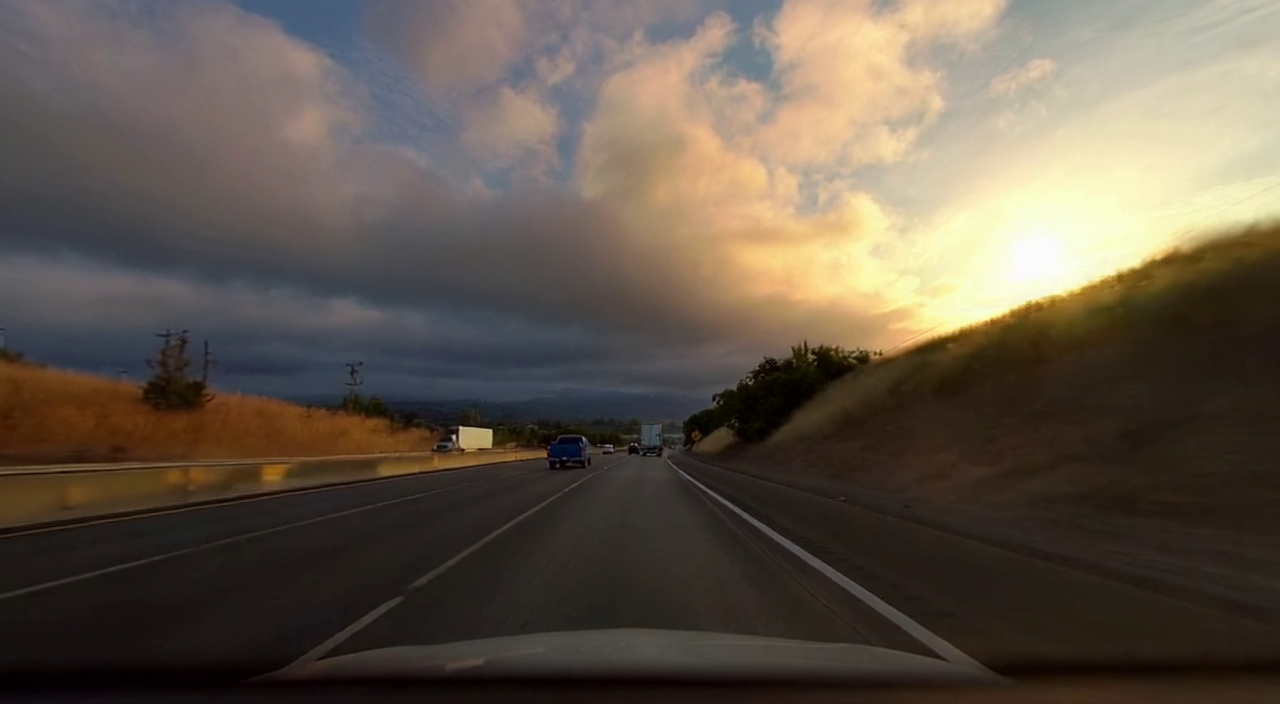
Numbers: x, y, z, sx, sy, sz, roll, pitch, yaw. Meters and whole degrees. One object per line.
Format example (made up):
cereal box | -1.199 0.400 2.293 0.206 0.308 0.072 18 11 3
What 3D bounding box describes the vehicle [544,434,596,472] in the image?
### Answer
vehicle | -3.781 5.568 34.935 2.216 1.949 5.237 0 -9 1
